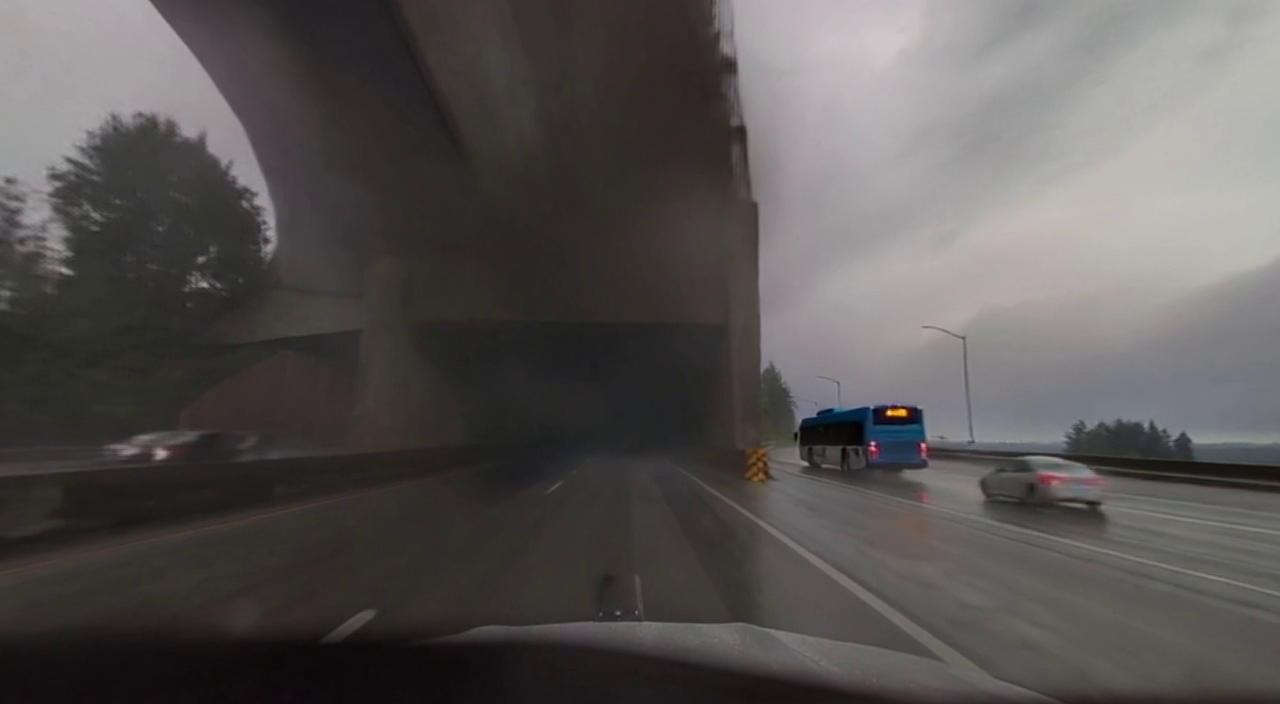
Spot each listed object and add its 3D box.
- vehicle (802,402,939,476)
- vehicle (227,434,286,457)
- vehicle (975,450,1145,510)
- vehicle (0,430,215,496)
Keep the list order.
[{"bbox_3d":[11.826,4.676,34.048,3.009,3.265,12.098,0,-8,1],"label":"vehicle"},{"bbox_3d":[-25.458,6.229,41.855,1.718,1.441,3.526,0,-8,-1],"label":"vehicle"},{"bbox_3d":[11.433,3.474,17.561,1.866,1.359,4.218,0,-8,0],"label":"vehicle"},{"bbox_3d":[-13.403,2.778,16.272,1.838,1.446,4.375,1,-8,-2],"label":"vehicle"}]
